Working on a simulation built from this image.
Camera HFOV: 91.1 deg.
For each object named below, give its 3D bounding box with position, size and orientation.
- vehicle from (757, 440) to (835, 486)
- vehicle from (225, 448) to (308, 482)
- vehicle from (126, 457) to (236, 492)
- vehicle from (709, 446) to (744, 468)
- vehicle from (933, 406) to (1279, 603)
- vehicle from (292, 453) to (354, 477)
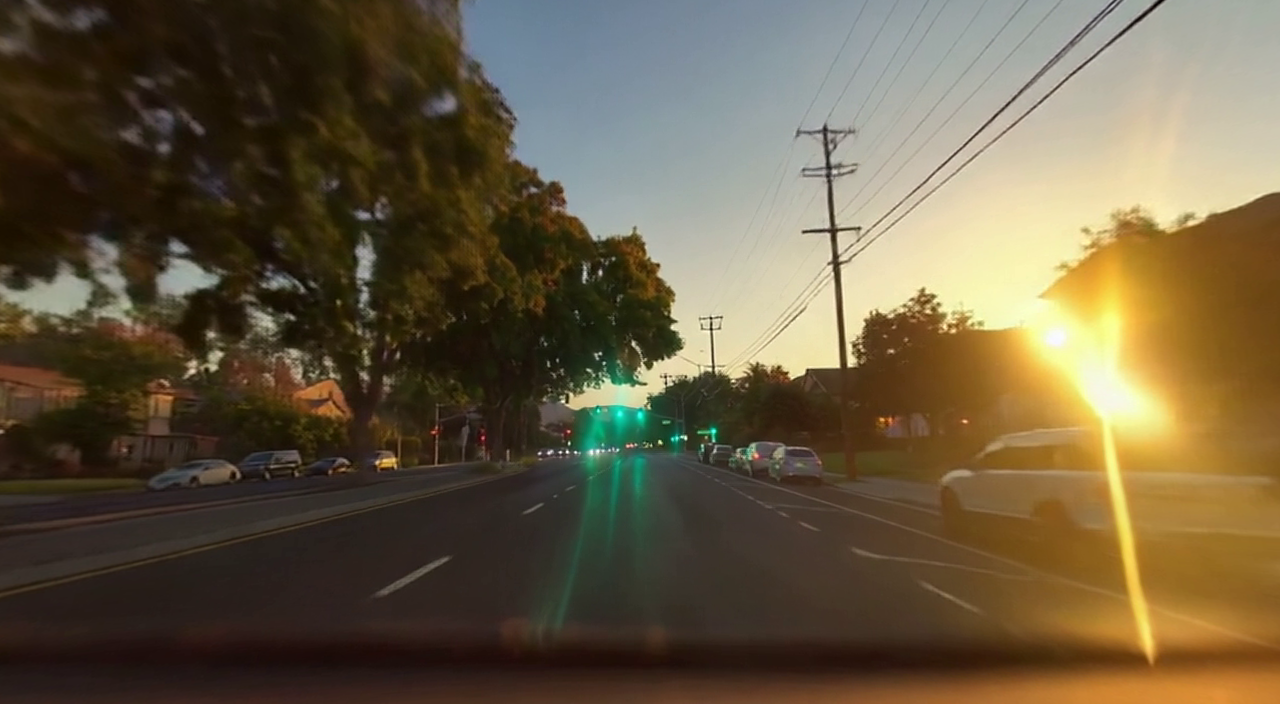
[{"bbox_3d":[6.158,4.416,25.296,1.918,1.662,4.393,0,-9,-1],"label":"vehicle"},{"bbox_3d":[-21.870,6.618,37.008,2.001,1.839,4.669,0,-9,0],"label":"vehicle"},{"bbox_3d":[-22.028,5.862,30.421,1.883,1.450,4.659,0,-9,-2],"label":"vehicle"},{"bbox_3d":[6.181,7.547,45.389,1.901,1.470,4.580,0,-9,0],"label":"vehicle"},{"bbox_3d":[5.948,1.773,8.210,2.004,1.816,4.585,0,-9,0],"label":"vehicle"},{"bbox_3d":[-21.759,7.764,43.325,1.842,1.496,4.614,0,-9,0],"label":"vehicle"}]
